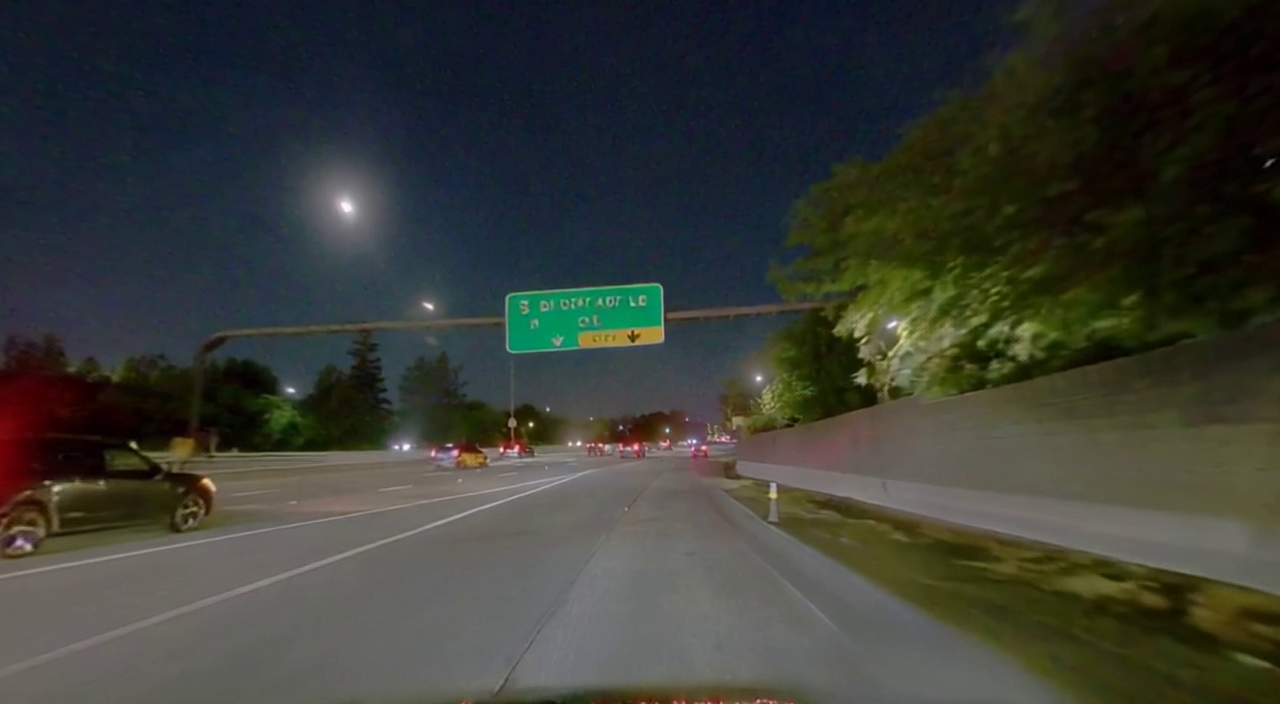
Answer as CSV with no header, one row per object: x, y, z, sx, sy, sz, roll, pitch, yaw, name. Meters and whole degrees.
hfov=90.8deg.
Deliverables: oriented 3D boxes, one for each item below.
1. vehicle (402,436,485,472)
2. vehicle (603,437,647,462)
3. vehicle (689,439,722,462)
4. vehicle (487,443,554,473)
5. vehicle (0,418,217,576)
-10.255,5.368,33.390,2.089,1.736,4.662,-2,-9,12,vehicle
-1.017,7.254,47.126,2.105,1.764,5.109,-2,-9,12,vehicle
5.031,7.505,48.230,2.012,1.622,4.166,-2,-9,12,vehicle
-6.266,5.606,33.646,1.860,1.442,4.332,-2,-9,13,vehicle
-7.677,1.601,7.172,2.082,1.638,4.644,-1,-9,8,vehicle
